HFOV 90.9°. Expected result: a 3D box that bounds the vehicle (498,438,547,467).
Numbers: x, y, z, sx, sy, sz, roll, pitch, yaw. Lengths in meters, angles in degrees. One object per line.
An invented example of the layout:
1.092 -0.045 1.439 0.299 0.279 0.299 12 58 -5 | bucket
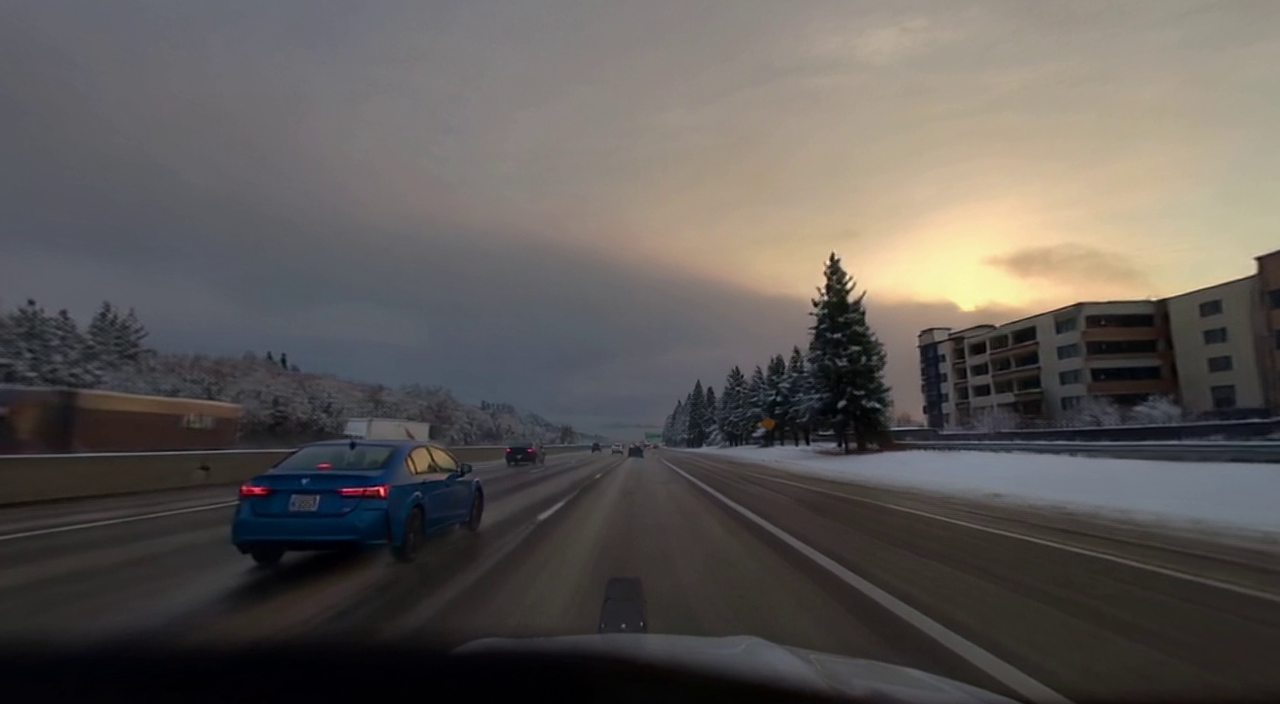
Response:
-7.232 6.217 39.265 2.118 1.675 4.395 0 -8 1 | vehicle

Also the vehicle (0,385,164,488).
-24.900 3.704 27.468 2.919 3.931 6.663 0 -8 0 | vehicle

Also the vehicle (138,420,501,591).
-3.532 1.795 8.382 2.144 1.565 4.951 0 -8 1 | vehicle
